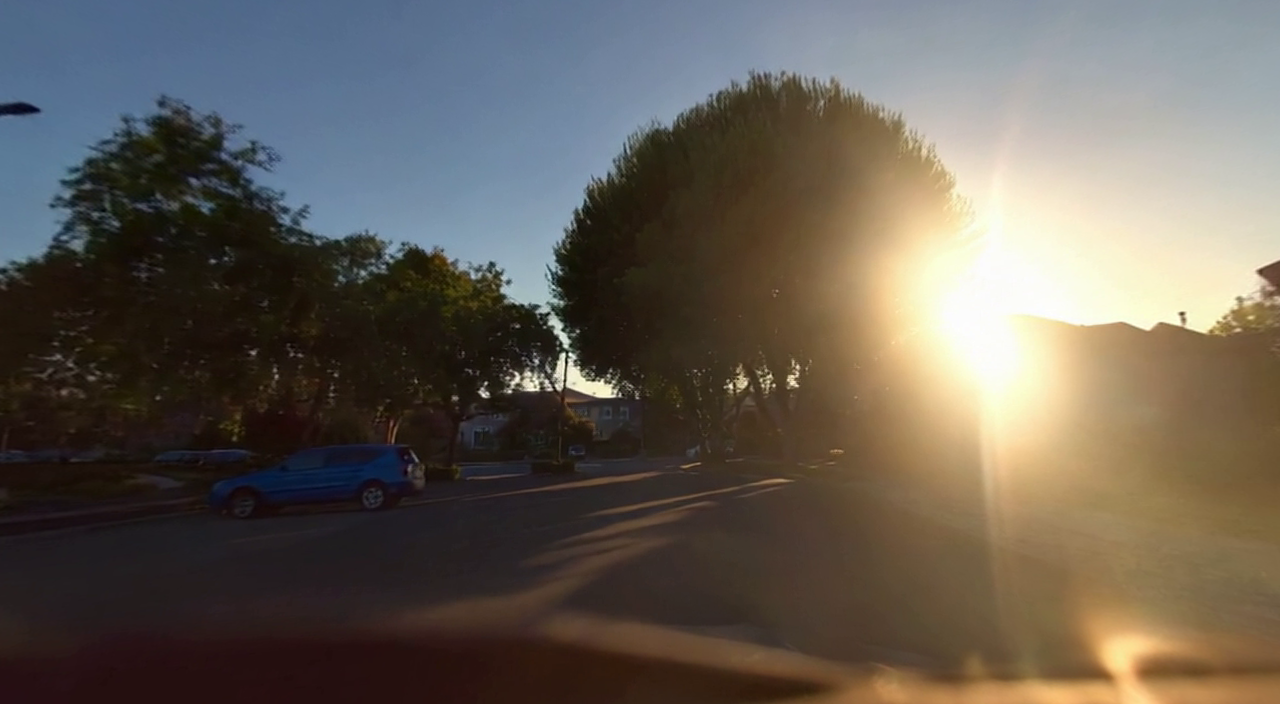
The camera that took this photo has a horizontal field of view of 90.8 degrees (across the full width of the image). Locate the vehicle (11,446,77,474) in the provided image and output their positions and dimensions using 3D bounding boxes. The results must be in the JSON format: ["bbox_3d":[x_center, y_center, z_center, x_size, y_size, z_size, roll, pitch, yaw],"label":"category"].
[{"bbox_3d":[-33.573,6.024,35.539,4.764,1.487,2.002,-7,-11,40],"label":"vehicle"}]

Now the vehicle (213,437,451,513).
[{"bbox_3d":[-7.221,2.900,15.170,4.692,1.660,1.879,0,-9,2],"label":"vehicle"}]
